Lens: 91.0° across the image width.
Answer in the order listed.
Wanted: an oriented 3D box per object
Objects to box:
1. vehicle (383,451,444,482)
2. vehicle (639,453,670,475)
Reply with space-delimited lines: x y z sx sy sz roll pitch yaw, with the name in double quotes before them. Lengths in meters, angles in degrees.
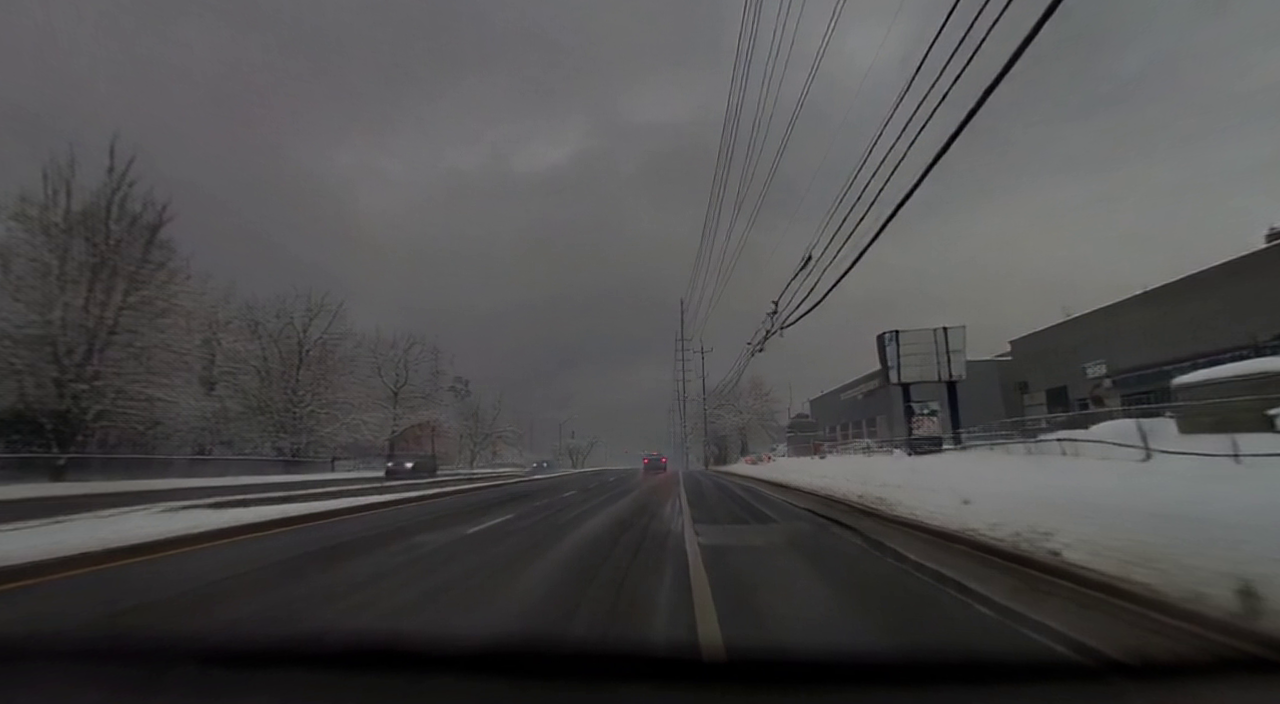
"vehicle" -13.508 6.833 37.835 1.942 1.710 4.167 -1 -8 3
"vehicle" 1.094 8.209 46.299 2.114 1.492 4.453 -1 -8 2
